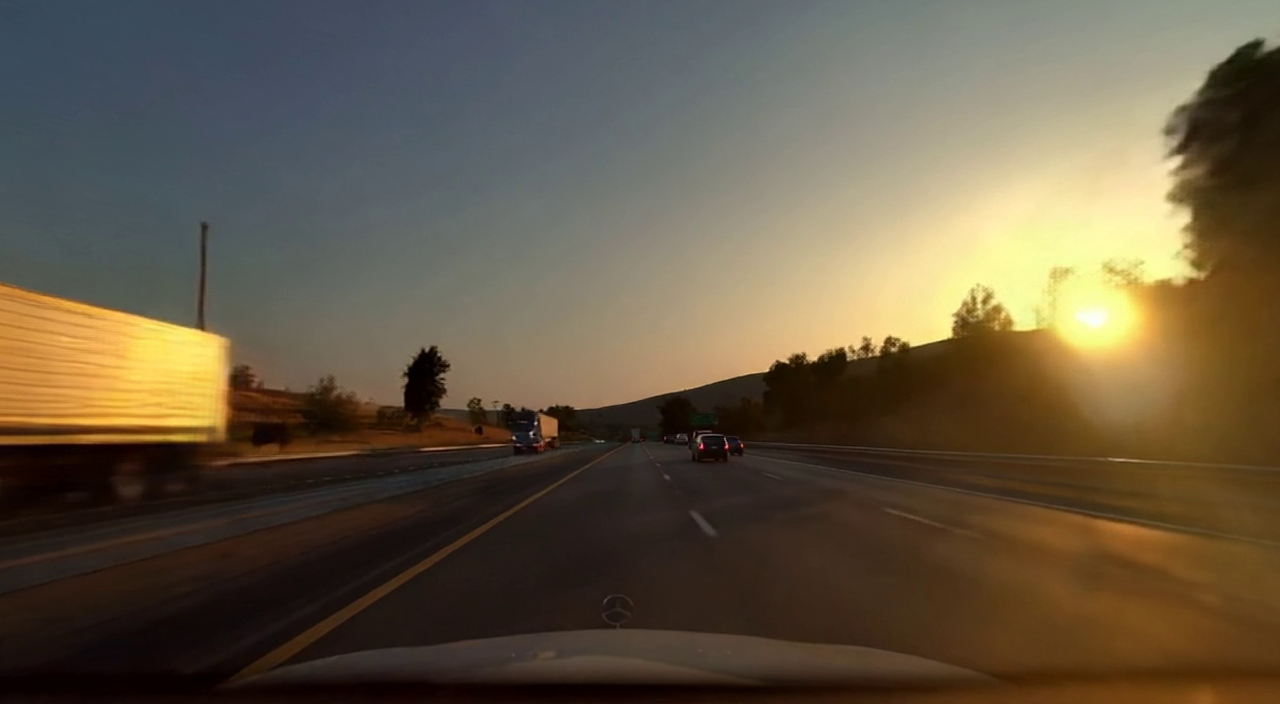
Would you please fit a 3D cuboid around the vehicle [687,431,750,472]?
[{"bbox_3d":[3.253,4.204,26.946,2.084,1.583,4.420,0,-8,-1],"label":"vehicle"}]

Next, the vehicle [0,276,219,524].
[{"bbox_3d":[-12.419,0.581,8.888,3.293,4.139,14.123,0,-8,-1],"label":"vehicle"}]

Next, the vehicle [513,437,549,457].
[{"bbox_3d":[-8.586,7.517,49.959,1.946,1.496,5.056,0,-8,0],"label":"vehicle"}]
